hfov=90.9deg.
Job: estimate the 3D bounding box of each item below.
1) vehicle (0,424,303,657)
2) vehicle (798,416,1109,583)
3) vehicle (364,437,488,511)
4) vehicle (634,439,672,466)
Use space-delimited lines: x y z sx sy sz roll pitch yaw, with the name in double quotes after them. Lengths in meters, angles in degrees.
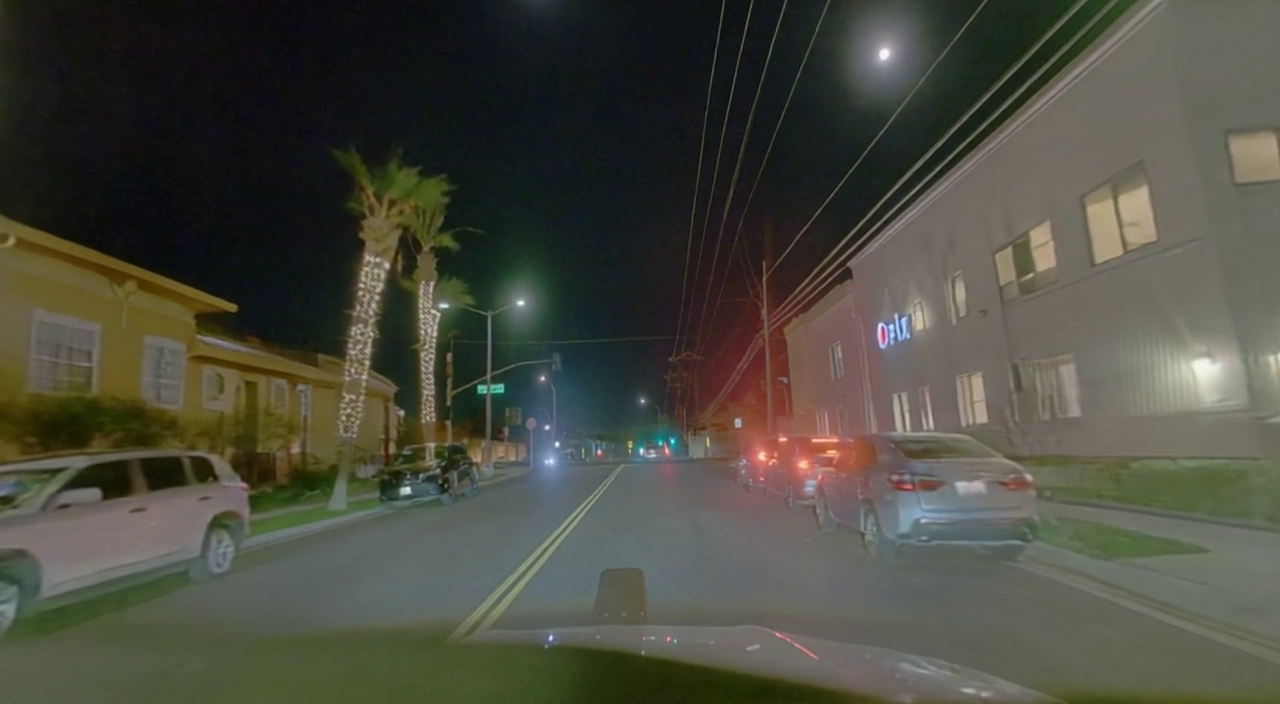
-6.209 1.803 6.913 2.007 1.876 5.361 0 -8 1 "vehicle"
3.690 1.807 8.687 1.948 1.607 4.873 -1 -8 3 "vehicle"
-6.074 3.495 18.632 2.126 1.864 4.831 0 -8 -2 "vehicle"
0.733 6.021 37.901 2.125 1.524 4.404 0 -8 0 "vehicle"
